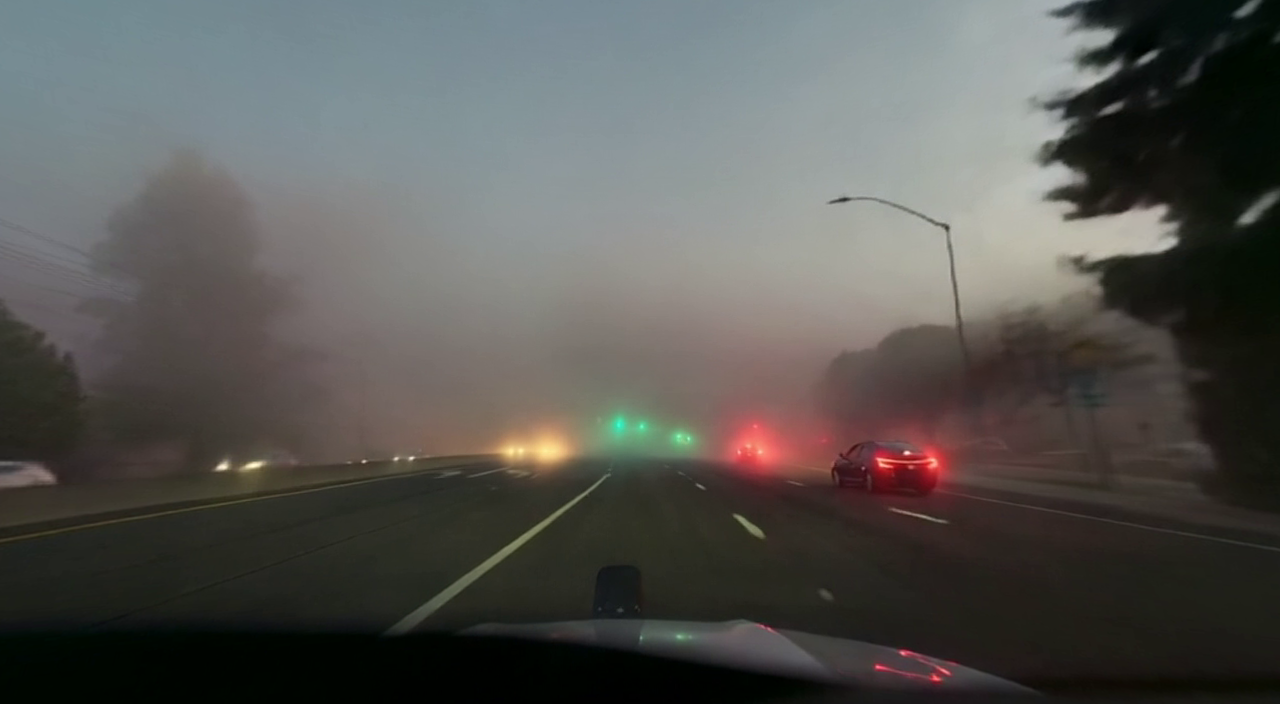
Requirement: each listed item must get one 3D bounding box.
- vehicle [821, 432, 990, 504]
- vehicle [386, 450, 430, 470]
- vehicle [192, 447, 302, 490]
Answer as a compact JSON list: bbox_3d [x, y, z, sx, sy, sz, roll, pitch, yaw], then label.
[{"bbox_3d":[6.375,2.840,15.901,2.113,1.520,4.650,0,-8,-2],"label":"vehicle"},{"bbox_3d":[-17.709,8.259,48.419,1.886,1.446,4.265,0,-9,-2],"label":"vehicle"},{"bbox_3d":[-17.071,5.041,27.783,1.937,1.676,4.718,0,-8,-2],"label":"vehicle"}]
